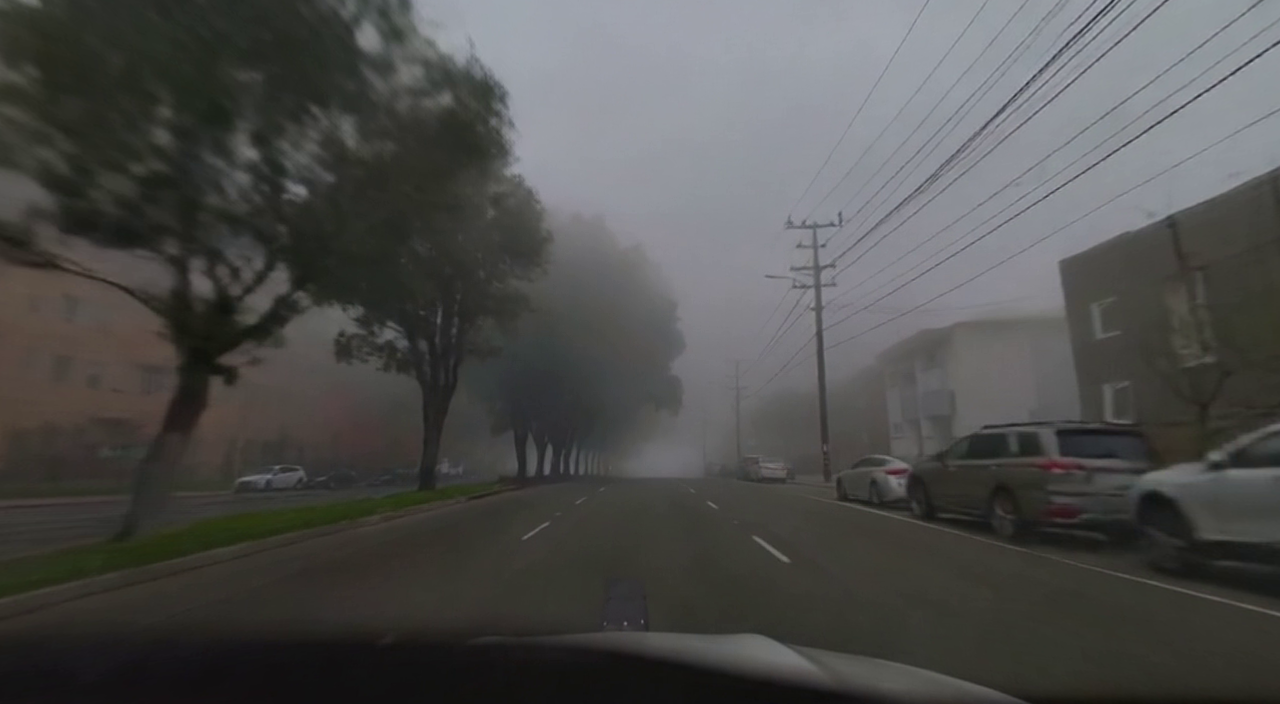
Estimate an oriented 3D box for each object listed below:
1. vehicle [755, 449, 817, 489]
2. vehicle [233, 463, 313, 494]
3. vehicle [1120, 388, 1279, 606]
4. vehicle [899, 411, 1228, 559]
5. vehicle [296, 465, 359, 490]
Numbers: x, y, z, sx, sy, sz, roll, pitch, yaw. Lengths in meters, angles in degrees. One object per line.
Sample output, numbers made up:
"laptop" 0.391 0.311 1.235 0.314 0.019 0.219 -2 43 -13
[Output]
"vehicle" 7.198 5.768 31.539 1.998 1.819 4.621 0 -8 1
"vehicle" -22.215 7.669 38.373 1.966 1.595 4.719 0 -8 1
"vehicle" 6.728 1.179 4.868 2.148 1.904 4.910 0 -8 0
"vehicle" 6.701 2.148 11.012 2.163 1.949 5.158 0 -8 0
"vehicle" -22.048 8.868 44.678 1.921 1.508 4.738 0 -8 1
